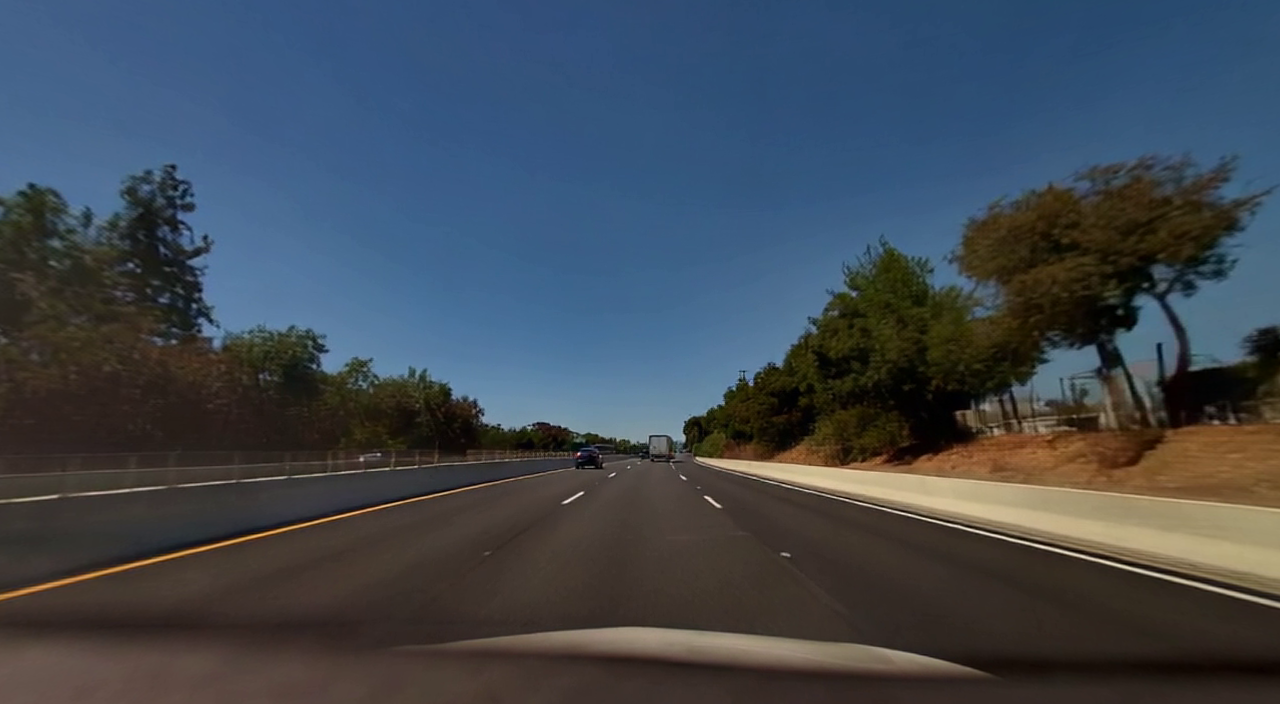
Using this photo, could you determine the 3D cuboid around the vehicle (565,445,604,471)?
[{"bbox_3d":[-3.629,6.990,41.716,2.035,1.595,4.022,0,-9,2],"label":"vehicle"}]
